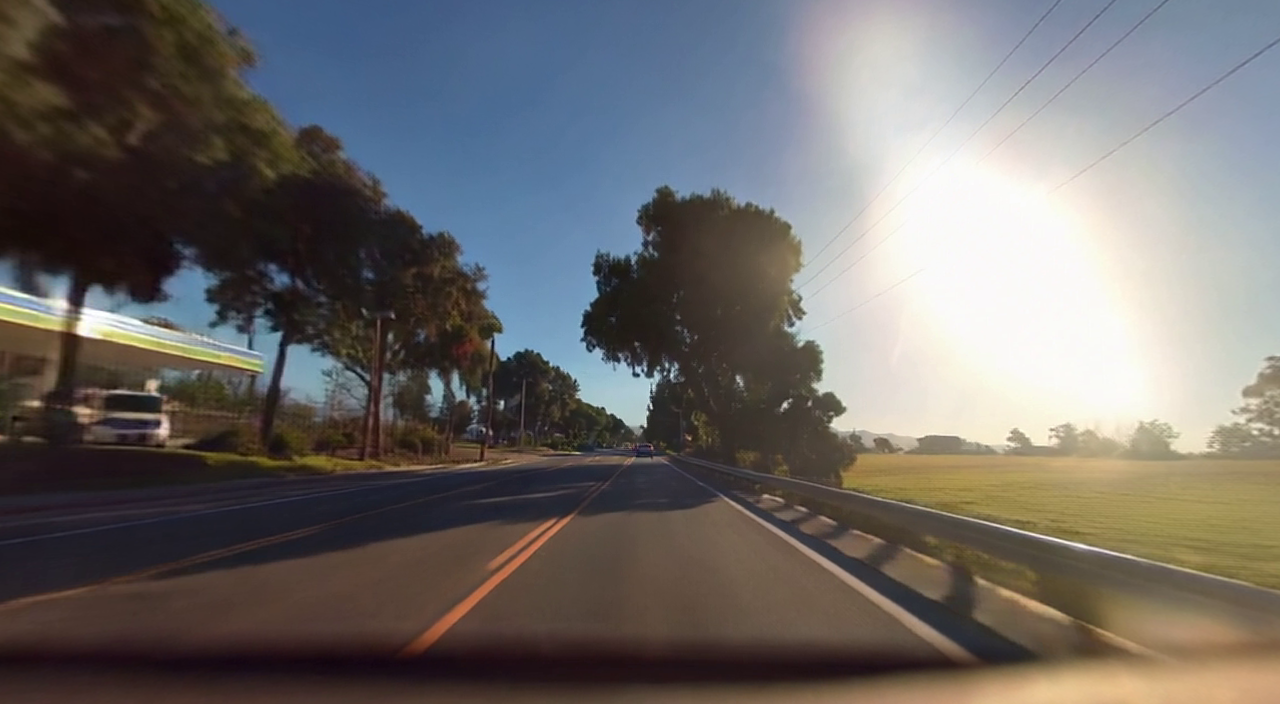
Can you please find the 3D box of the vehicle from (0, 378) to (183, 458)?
[{"bbox_3d":[-22.752,2.612,25.610,6.311,2.571,3.118,3,-5,12],"label":"vehicle"}]
